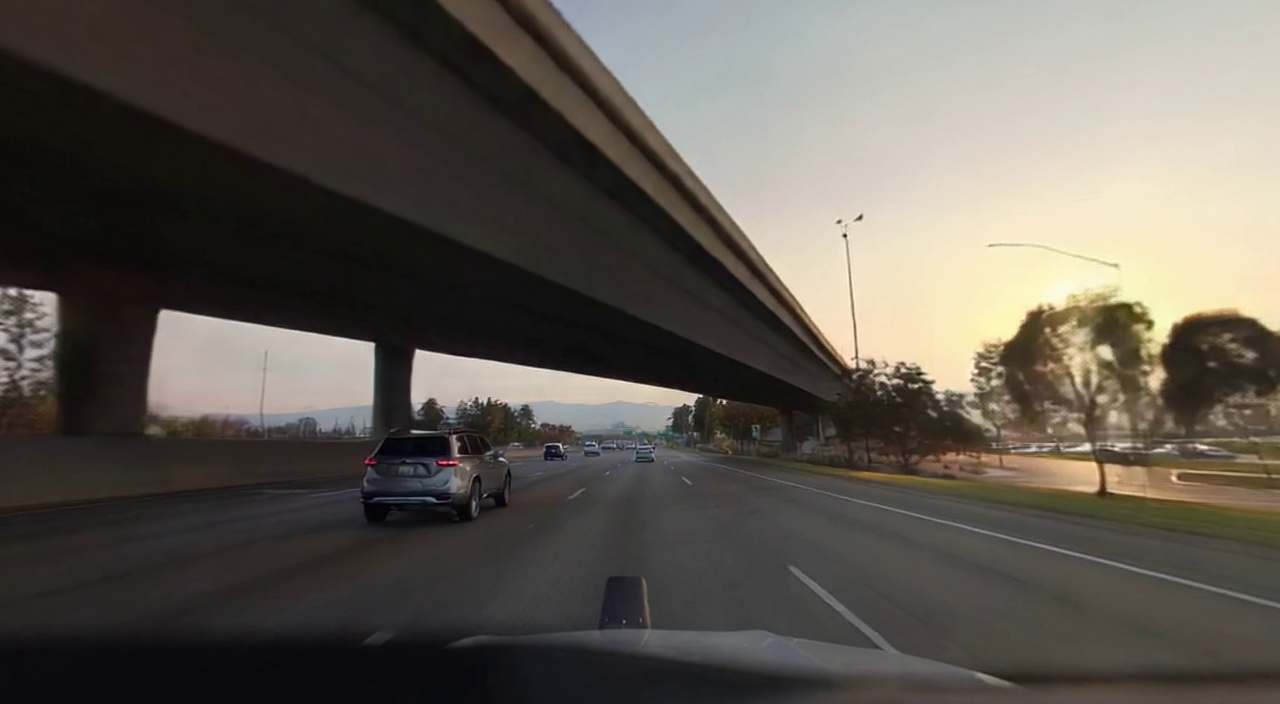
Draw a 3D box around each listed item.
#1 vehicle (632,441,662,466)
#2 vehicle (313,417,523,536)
[{"bbox_3d":[0.459,7.038,43.779,2.023,1.589,4.030,0,-8,0],"label":"vehicle"},{"bbox_3d":[-3.755,2.207,11.750,2.214,1.759,4.435,-1,-9,1],"label":"vehicle"}]
